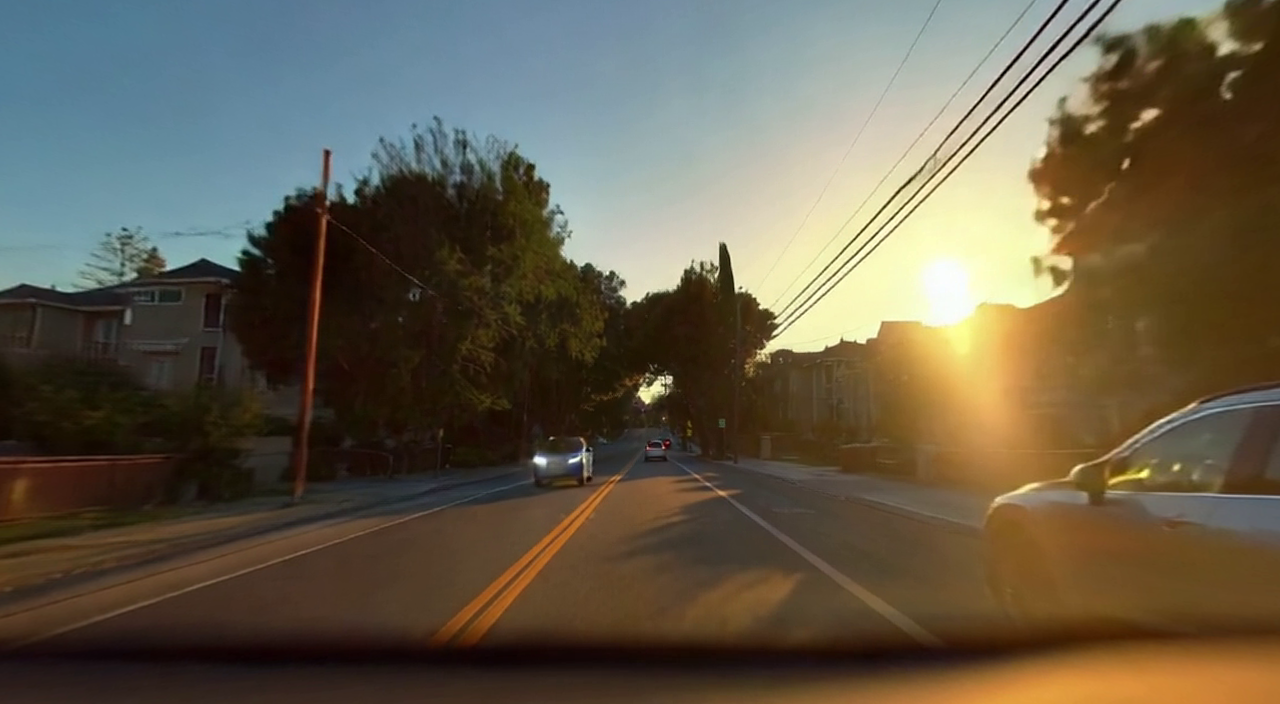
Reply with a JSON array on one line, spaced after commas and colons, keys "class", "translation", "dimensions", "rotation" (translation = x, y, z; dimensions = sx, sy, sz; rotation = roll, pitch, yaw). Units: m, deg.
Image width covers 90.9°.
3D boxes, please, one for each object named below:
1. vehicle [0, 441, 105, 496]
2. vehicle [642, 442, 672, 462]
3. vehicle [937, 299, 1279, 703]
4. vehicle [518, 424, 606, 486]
[{"class": "vehicle", "translation": [-20.505, 3.728, 20.469], "dimensions": [4.134, 1.655, 2.225], "rotation": [1, -8, -3]}, {"class": "vehicle", "translation": [1.222, 7.495, 47.489], "dimensions": [2.097, 1.463, 4.043], "rotation": [0, -8, 0]}, {"class": "vehicle", "translation": [3.395, 0.779, 2.496], "dimensions": [2.130, 1.863, 4.844], "rotation": [0, -8, 1]}, {"class": "vehicle", "translation": [-2.735, 3.840, 23.825], "dimensions": [2.469, 2.023, 5.896], "rotation": [0, -8, 1]}]
